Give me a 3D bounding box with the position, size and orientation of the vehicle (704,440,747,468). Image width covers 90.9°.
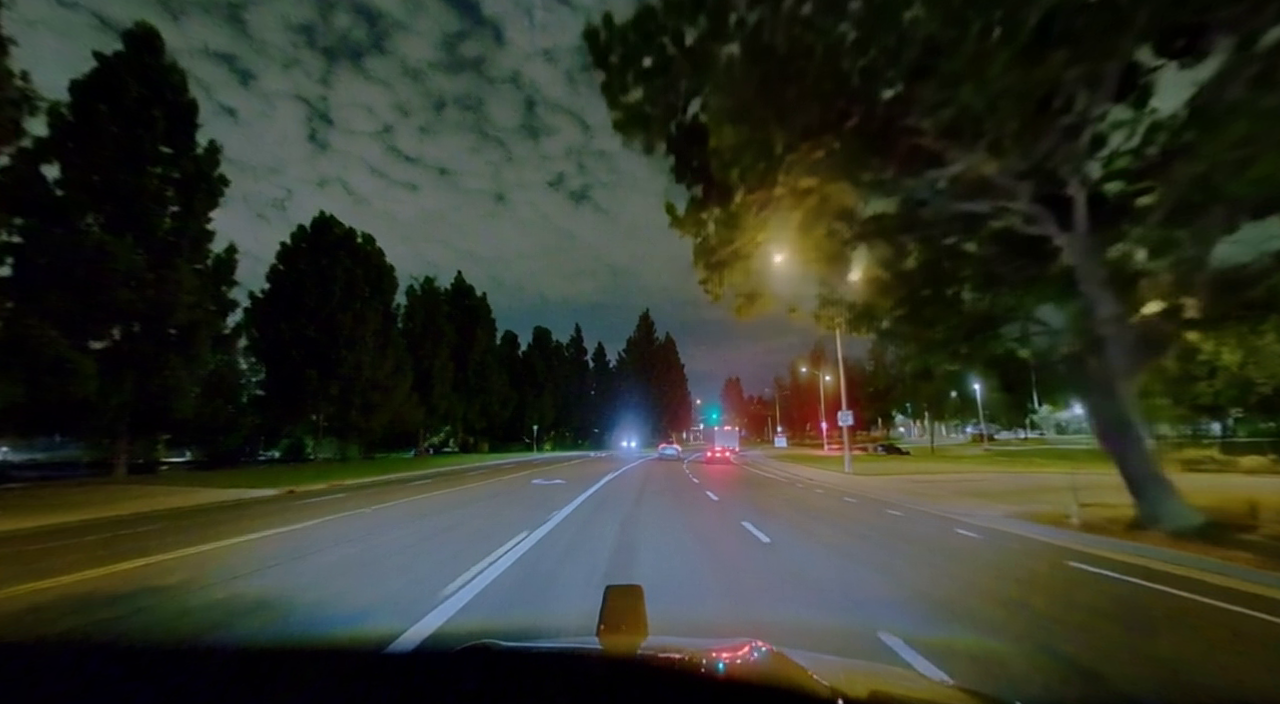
[{"bbox_3d":[4.815,5.790,36.013,1.989,1.497,4.436,0,-8,2],"label":"vehicle"}]
